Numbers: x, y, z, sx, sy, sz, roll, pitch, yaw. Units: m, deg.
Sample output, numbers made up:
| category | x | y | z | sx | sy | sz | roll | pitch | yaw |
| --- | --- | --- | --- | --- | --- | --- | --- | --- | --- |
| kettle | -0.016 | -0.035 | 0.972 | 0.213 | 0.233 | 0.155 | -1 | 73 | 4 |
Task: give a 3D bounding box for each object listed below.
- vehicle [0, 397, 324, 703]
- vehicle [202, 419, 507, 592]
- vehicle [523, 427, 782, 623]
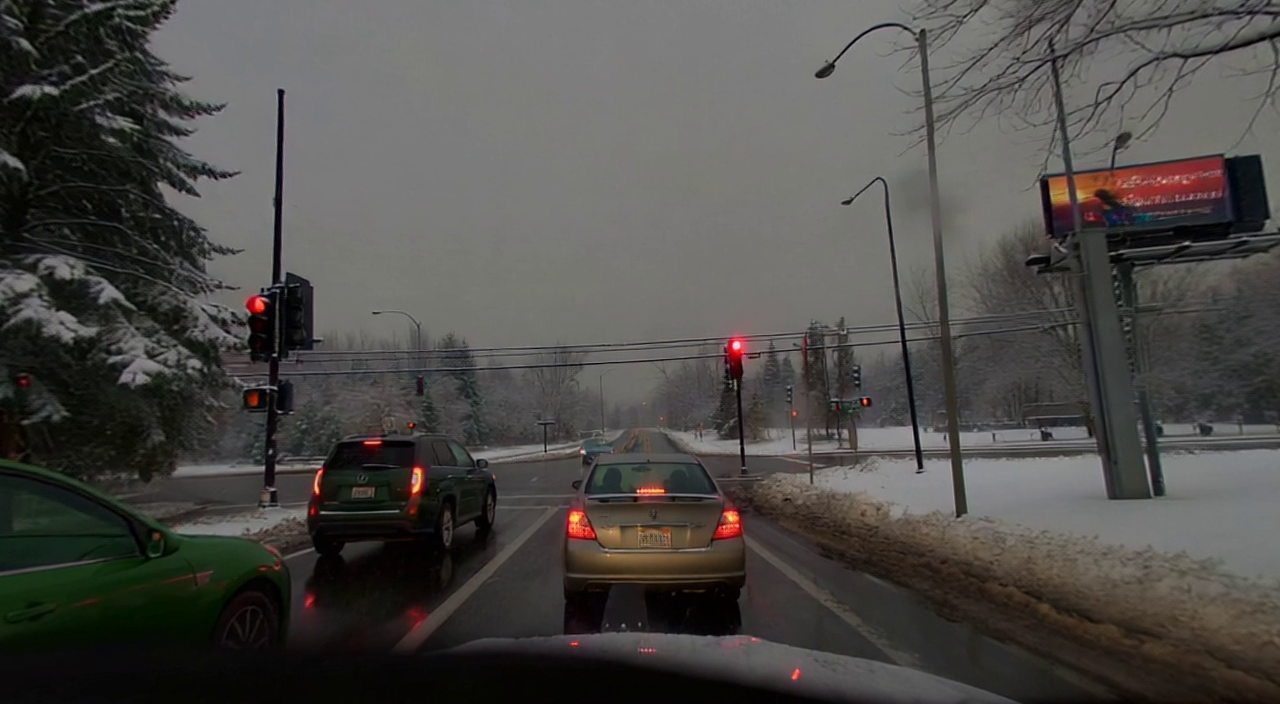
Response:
| category | x | y | z | sx | sy | sz | roll | pitch | yaw |
| --- | --- | --- | --- | --- | --- | --- | --- | --- | --- |
| vehicle | -3.152 | 0.966 | 2.417 | 1.808 | 1.520 | 3.846 | -1 | -9 | 1 |
| vehicle | -3.172 | 1.793 | 8.137 | 1.950 | 1.628 | 4.082 | -1 | -9 | 1 |
| vehicle | 0.031 | 1.591 | 6.622 | 1.977 | 1.467 | 3.474 | 0 | -9 | -2 |
